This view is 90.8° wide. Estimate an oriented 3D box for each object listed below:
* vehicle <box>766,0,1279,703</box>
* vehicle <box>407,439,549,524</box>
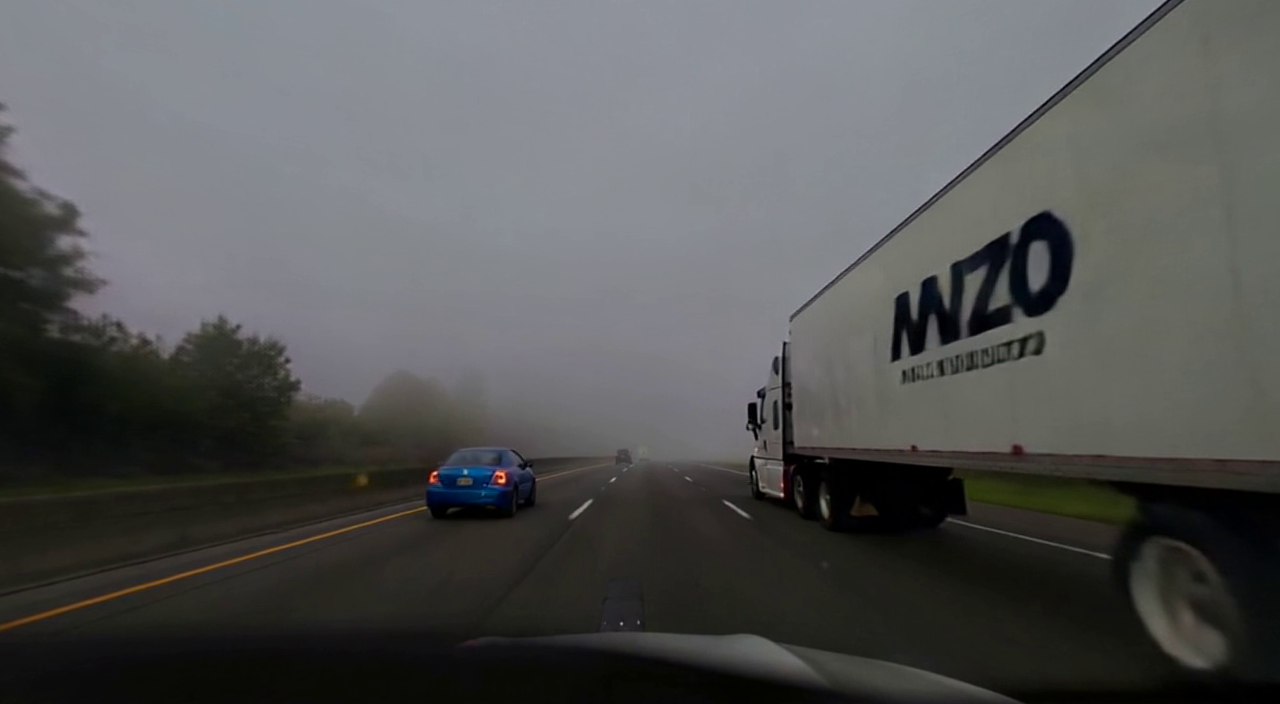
[{"bbox_3d":[4.442,0.550,7.653,2.832,4.034,13.924,0,-9,-1],"label":"vehicle"},{"bbox_3d":[-3.296,2.725,13.815,1.945,1.537,4.294,0,-9,1],"label":"vehicle"}]
